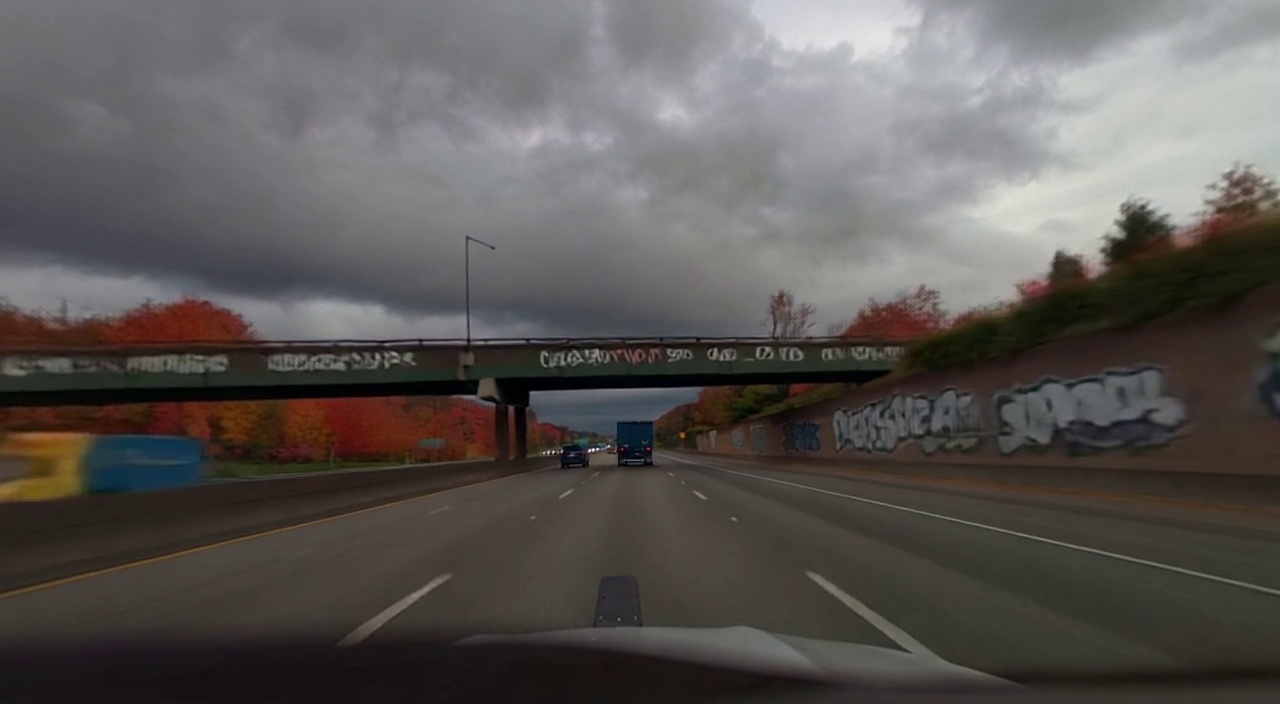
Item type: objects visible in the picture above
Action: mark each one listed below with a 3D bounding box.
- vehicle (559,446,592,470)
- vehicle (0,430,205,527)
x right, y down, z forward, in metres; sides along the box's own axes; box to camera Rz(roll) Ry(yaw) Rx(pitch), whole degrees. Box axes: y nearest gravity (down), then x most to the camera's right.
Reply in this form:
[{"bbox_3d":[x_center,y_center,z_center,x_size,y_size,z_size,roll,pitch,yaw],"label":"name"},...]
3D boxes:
[{"bbox_3d":[-4.359,7.210,42.683,1.892,1.529,3.996,0,-9,-1],"label":"vehicle"},{"bbox_3d":[-17.592,3.793,19.581,2.564,2.452,7.489,0,-9,0],"label":"vehicle"}]
